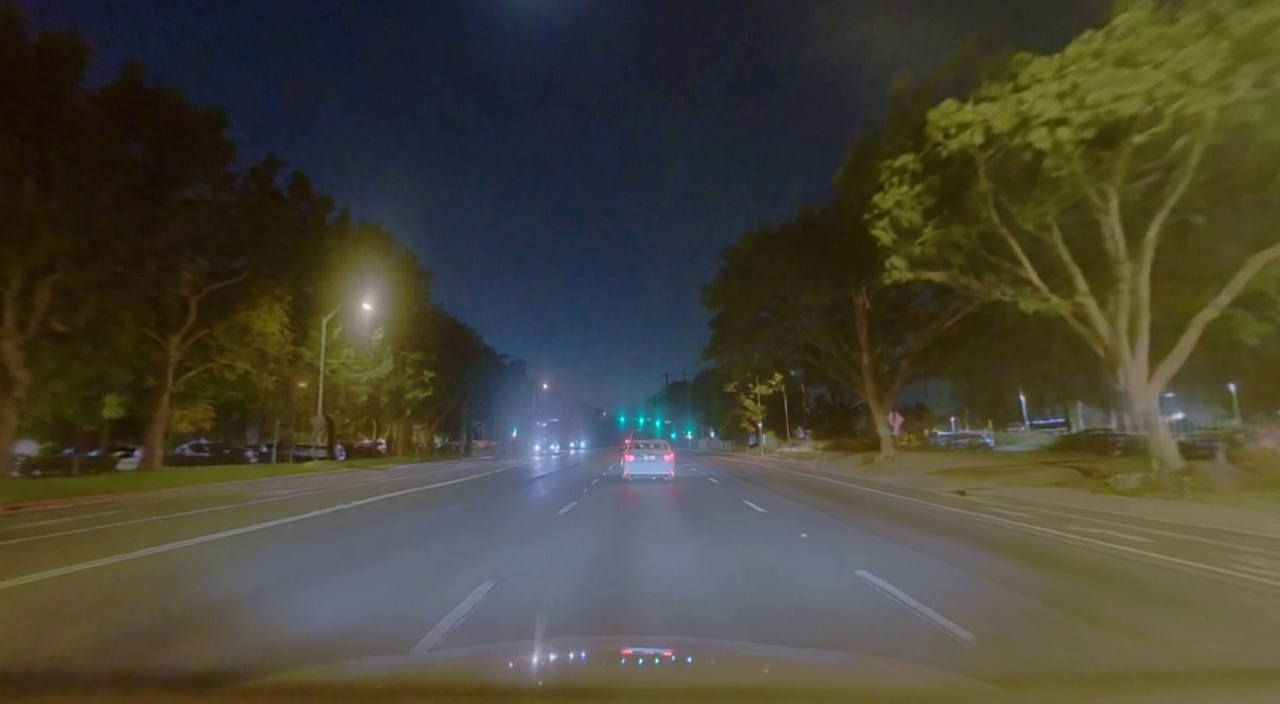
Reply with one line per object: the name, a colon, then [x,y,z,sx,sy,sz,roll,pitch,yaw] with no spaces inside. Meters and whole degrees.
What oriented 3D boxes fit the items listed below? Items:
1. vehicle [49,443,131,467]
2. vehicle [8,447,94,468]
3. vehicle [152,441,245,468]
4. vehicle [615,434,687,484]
vehicle: [-42.399,7.914,48.646,4.334,1.769,1.975,0,-8,-2]
vehicle: [-42.834,7.663,45.915,4.329,1.456,1.790,0,-8,-2]
vehicle: [-30.122,6.980,43.135,4.764,1.786,2.091,0,-8,0]
vehicle: [0.282,3.423,20.507,2.093,1.442,3.977,0,-8,-1]
